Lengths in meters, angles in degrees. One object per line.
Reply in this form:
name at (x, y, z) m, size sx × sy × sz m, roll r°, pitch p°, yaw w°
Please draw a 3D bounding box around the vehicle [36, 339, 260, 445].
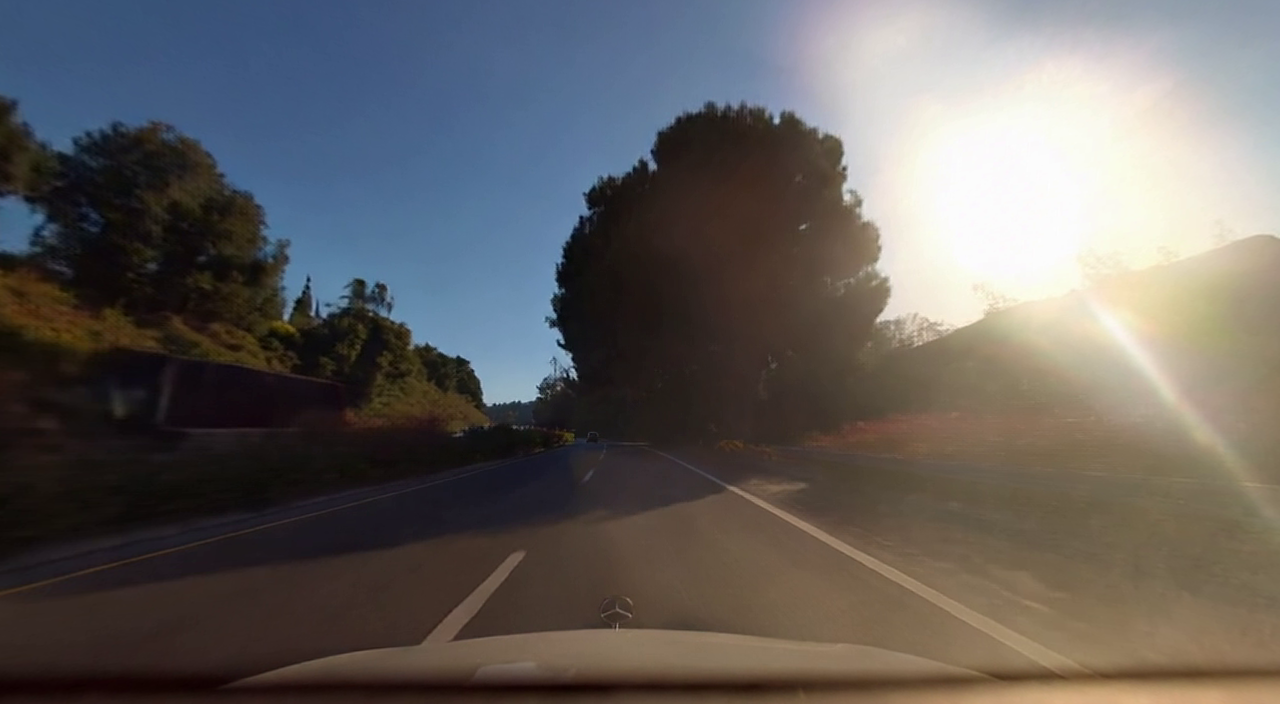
vehicle at (-16.615, 1.601, 21.991) m, size 2.641 × 3.191 × 6.392 m, roll 0°, pitch -8°, yaw -1°
